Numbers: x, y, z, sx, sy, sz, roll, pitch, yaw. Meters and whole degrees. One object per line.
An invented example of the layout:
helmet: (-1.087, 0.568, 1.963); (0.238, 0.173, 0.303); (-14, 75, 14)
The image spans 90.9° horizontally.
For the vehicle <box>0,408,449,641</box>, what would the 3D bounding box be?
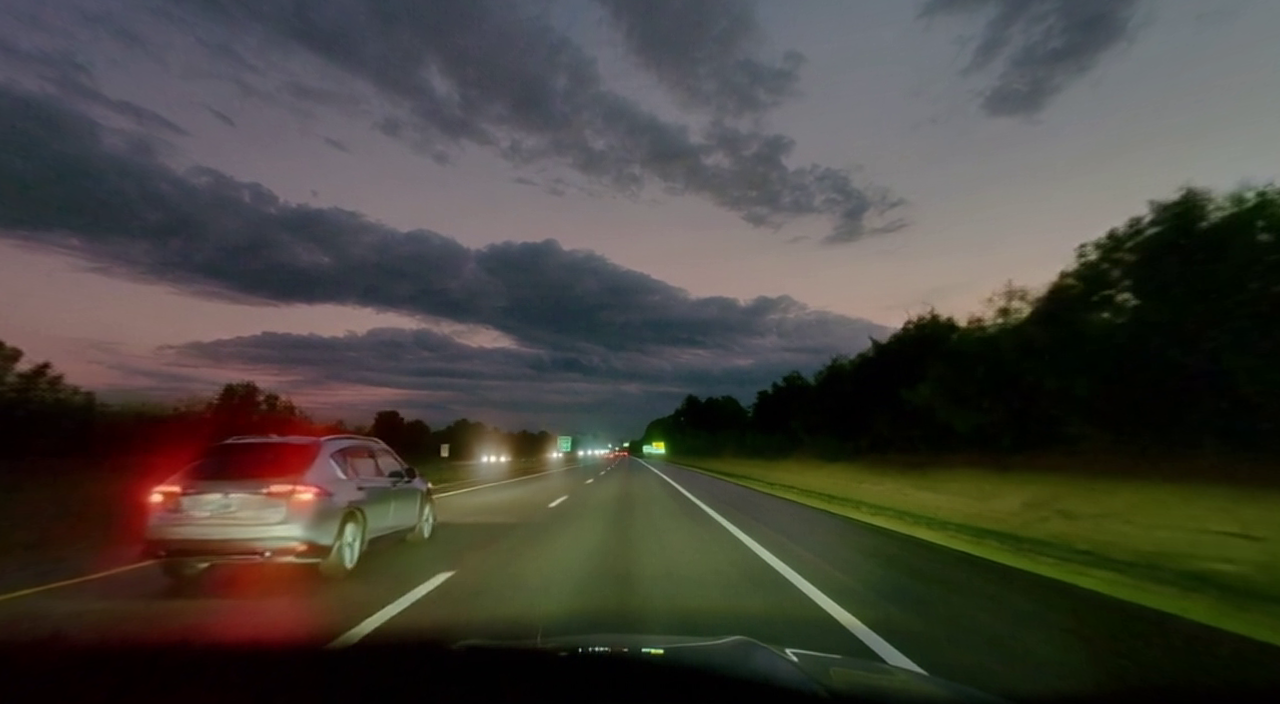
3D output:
vehicle: (-3.908, 1.603, 6.937); (2.135, 1.686, 4.517); (0, -9, 1)
